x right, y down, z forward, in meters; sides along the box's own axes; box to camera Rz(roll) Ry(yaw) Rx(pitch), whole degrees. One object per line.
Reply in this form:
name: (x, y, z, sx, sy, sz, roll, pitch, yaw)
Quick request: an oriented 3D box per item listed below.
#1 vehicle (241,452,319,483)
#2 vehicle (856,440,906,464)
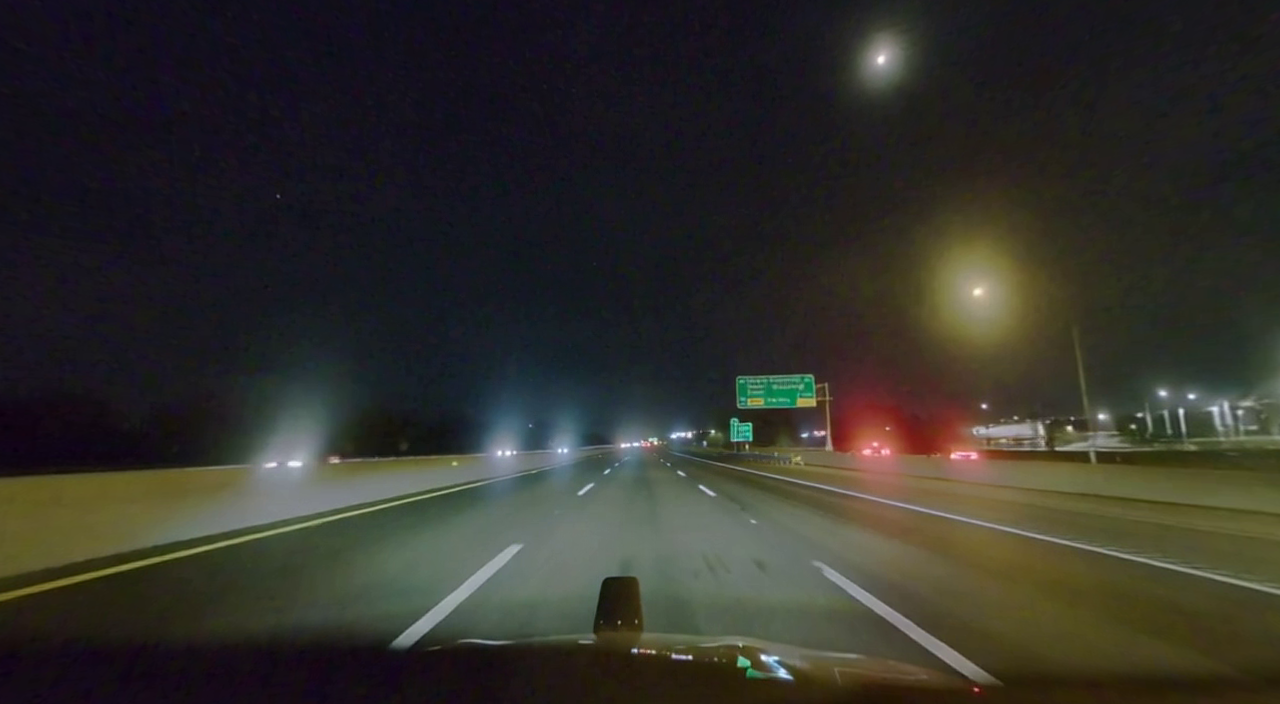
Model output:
vehicle: (-20.255, 6.492, 35.573, 1.855, 1.552, 4.257, -1, -9, 0)
vehicle: (15.199, 6.323, 39.786, 1.699, 1.453, 3.689, -1, -9, 0)
